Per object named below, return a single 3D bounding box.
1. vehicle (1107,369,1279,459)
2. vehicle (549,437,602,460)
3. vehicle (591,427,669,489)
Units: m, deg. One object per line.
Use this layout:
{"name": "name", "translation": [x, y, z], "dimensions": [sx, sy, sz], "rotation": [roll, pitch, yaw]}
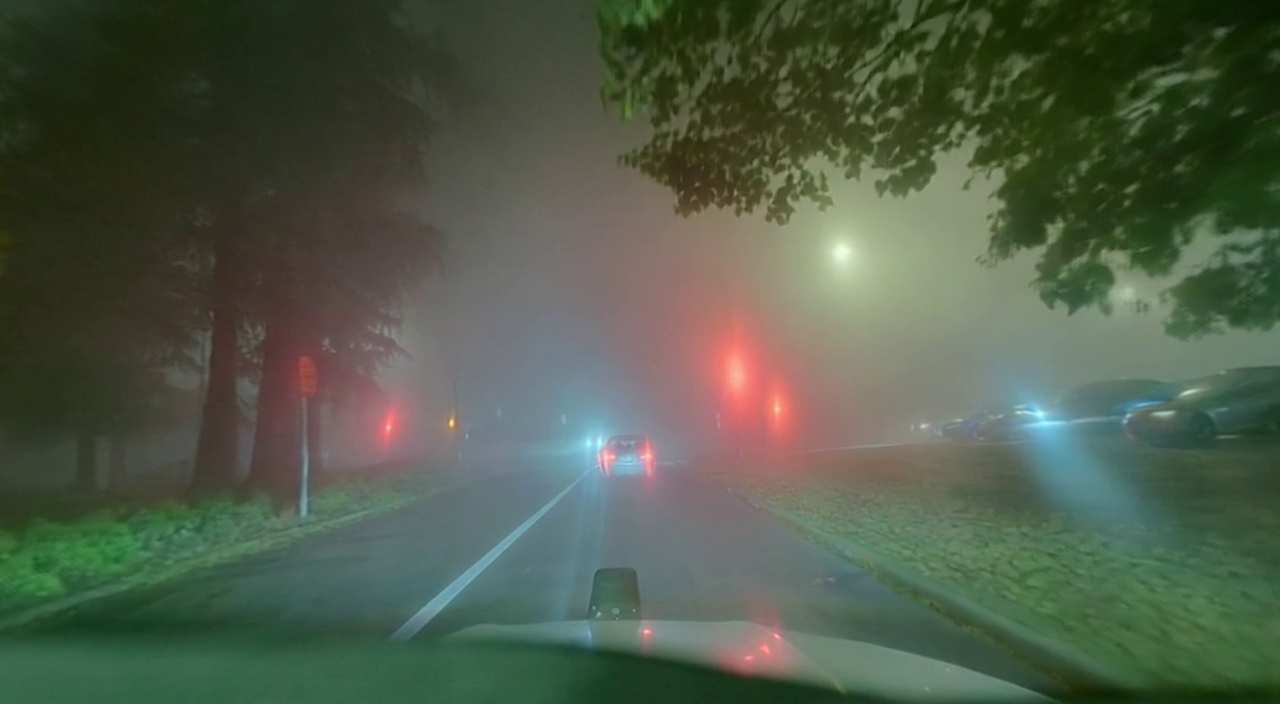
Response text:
{"name": "vehicle", "translation": [12.481, 1.192, 12.918], "dimensions": [4.052, 1.595, 2.062], "rotation": [-4, -5, 3]}
{"name": "vehicle", "translation": [-5.079, 7.501, 48.988], "dimensions": [1.966, 1.651, 4.401], "rotation": [6, -11, -40]}
{"name": "vehicle", "translation": [-0.259, 3.203, 19.406], "dimensions": [2.142, 1.686, 3.816], "rotation": [-1, -8, 1]}
